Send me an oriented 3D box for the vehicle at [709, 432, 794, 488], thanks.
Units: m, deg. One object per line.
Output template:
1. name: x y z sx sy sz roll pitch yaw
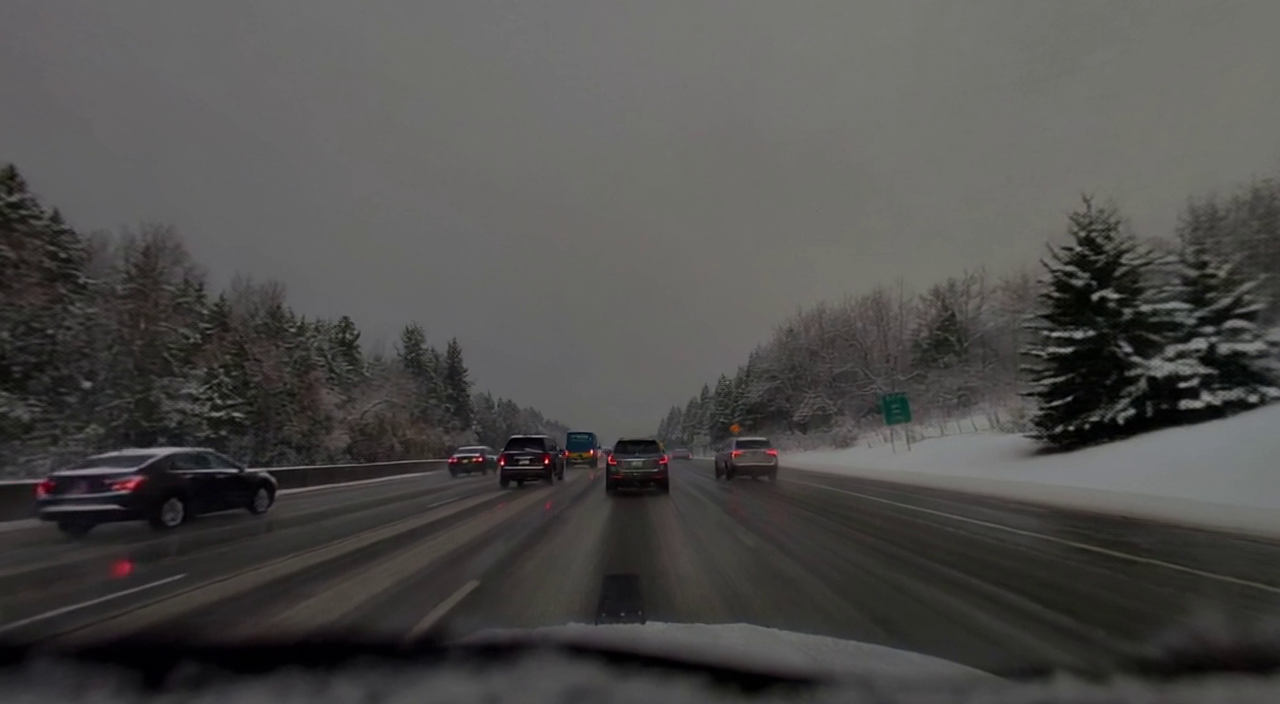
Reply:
1. vehicle: 3.982 3.979 23.571 2.175 1.830 5.173 0 -8 -1

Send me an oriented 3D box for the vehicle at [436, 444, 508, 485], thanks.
1. vehicle: -7.163 4.807 27.286 1.931 1.617 4.060 0 -8 0

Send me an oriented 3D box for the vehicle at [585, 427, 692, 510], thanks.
1. vehicle: -0.004 2.753 15.324 2.223 1.722 4.177 0 -8 1

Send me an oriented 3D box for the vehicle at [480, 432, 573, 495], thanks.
1. vehicle: -3.517 3.550 20.449 2.142 1.808 4.266 0 -8 1

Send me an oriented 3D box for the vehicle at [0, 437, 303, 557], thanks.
1. vehicle: -7.737 2.186 10.322 1.927 1.514 4.474 0 -8 0
